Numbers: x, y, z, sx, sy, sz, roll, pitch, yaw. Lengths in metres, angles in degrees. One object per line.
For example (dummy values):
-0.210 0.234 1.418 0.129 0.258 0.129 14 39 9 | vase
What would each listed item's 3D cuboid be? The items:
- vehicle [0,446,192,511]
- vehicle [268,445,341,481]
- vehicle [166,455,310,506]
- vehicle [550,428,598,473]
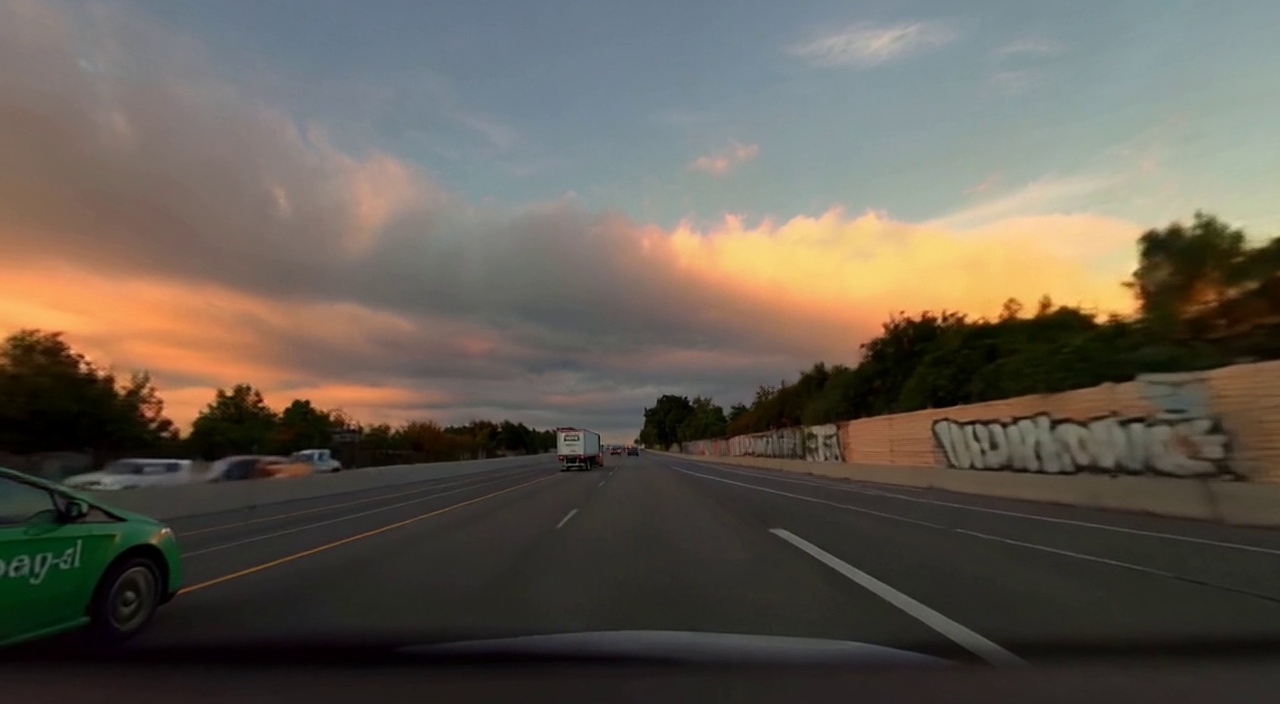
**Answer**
-17.396 4.013 20.529 2.084 1.837 4.734 0 -9 0 | vehicle
-25.538 8.432 48.217 2.326 2.522 5.411 -1 -9 3 | vehicle
-13.024 4.151 20.820 1.830 1.438 4.396 0 -9 0 | vehicle
-3.924 5.993 38.386 2.305 2.517 5.486 0 -9 0 | vehicle
